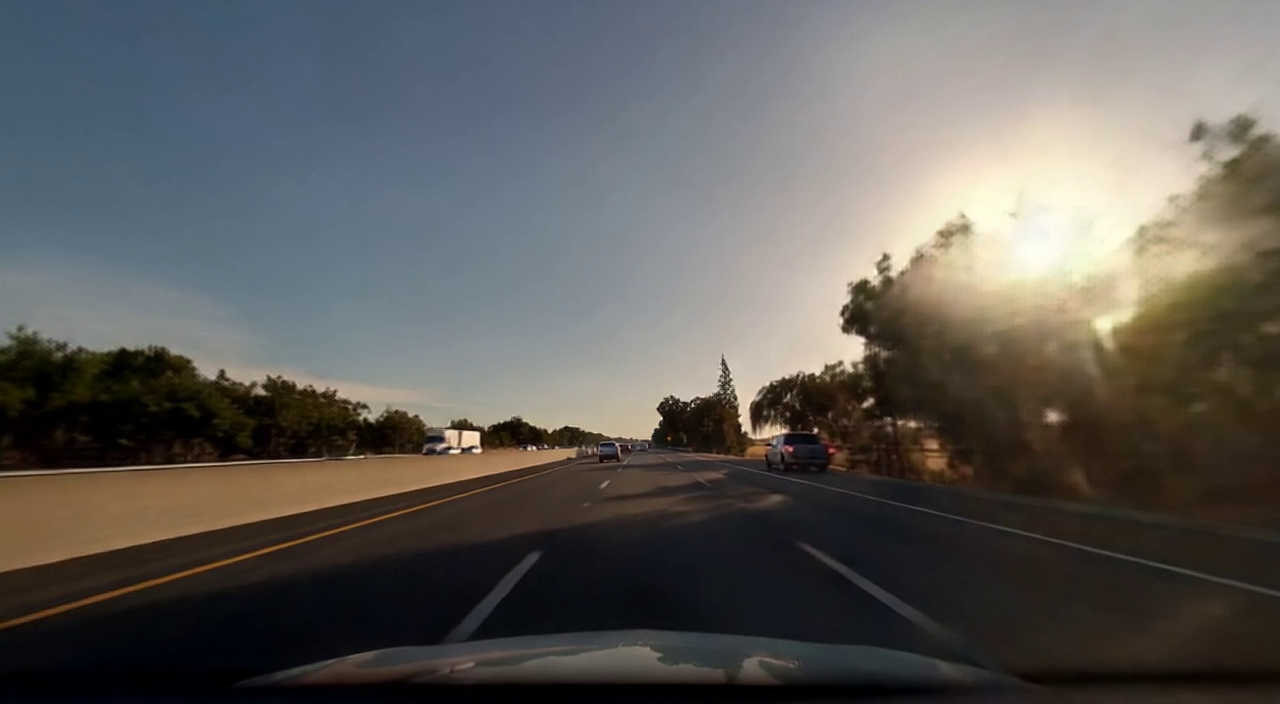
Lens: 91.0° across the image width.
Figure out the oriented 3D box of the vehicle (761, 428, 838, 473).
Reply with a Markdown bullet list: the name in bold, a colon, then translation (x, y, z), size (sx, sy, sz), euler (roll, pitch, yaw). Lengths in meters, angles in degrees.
- **vehicle**: translation (8.226, 5.170, 33.265), size (2.440, 2.132, 6.219), euler (0, -9, 0)
